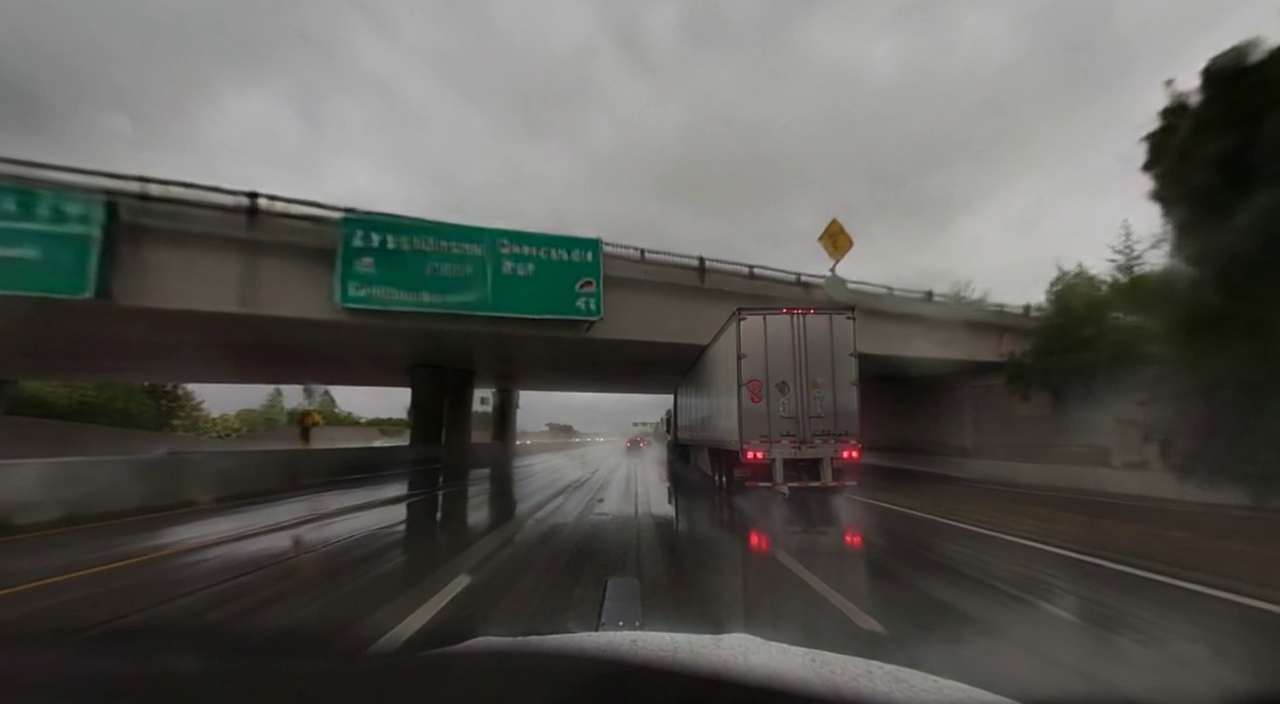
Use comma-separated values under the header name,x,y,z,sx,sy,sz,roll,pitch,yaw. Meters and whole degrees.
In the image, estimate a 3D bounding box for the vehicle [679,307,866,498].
name,x,y,z,sx,sy,sz,roll,pitch,yaw
vehicle,3.362,2.290,21.944,2.743,4.160,16.408,0,-9,-1

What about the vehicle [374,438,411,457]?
name,x,y,z,sx,sy,sz,roll,pitch,yaw
vehicle,-17.796,6.937,45.562,1.391,1.308,3.105,0,-9,-1

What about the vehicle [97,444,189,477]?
name,x,y,z,sx,sy,sz,roll,pitch,yaw
vehicle,-21.978,4.795,28.104,1.436,1.326,3.245,0,-8,0
